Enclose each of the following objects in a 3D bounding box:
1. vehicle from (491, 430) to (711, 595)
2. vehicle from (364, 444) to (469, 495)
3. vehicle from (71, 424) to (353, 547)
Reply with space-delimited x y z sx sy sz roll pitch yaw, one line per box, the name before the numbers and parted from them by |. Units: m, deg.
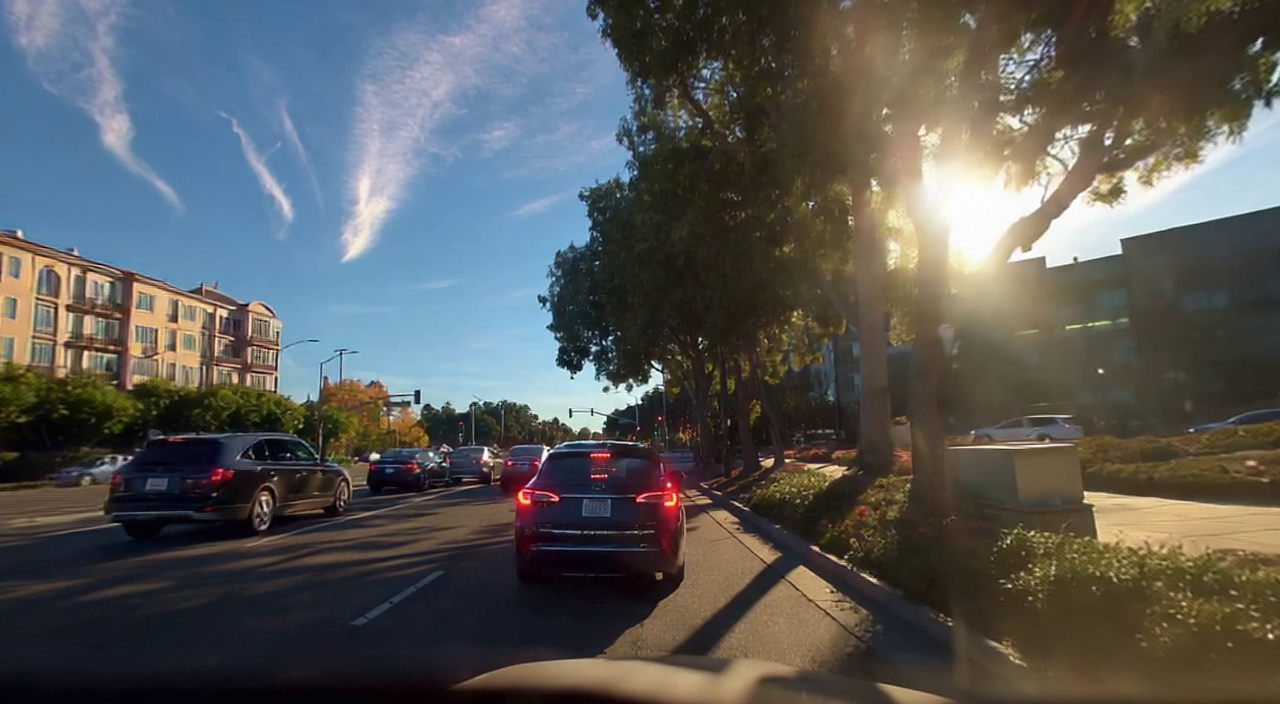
vehicle | -0.374 1.818 8.011 2.066 1.544 3.954 0 -9 0
vehicle | -7.341 3.880 21.263 1.851 1.532 4.279 0 -9 2
vehicle | -7.302 2.286 11.491 2.068 1.784 4.224 0 -9 1
